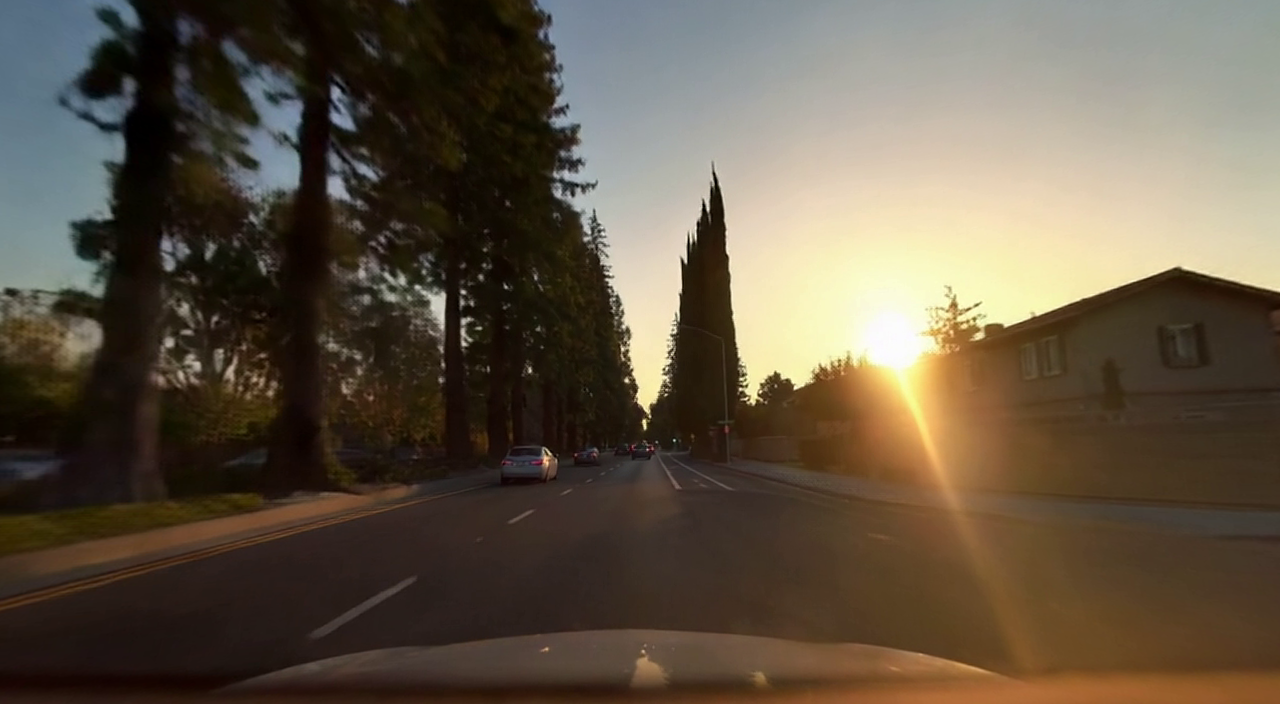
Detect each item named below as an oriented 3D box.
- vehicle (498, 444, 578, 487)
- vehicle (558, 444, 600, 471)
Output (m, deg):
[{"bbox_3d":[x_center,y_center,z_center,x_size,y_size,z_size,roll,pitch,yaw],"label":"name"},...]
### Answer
[{"bbox_3d":[-3.752,4.254,24.036,2.188,1.473,4.651,0,-9,1],"label":"vehicle"},{"bbox_3d":[-3.710,6.533,39.225,2.110,1.529,4.743,0,-9,1],"label":"vehicle"}]
